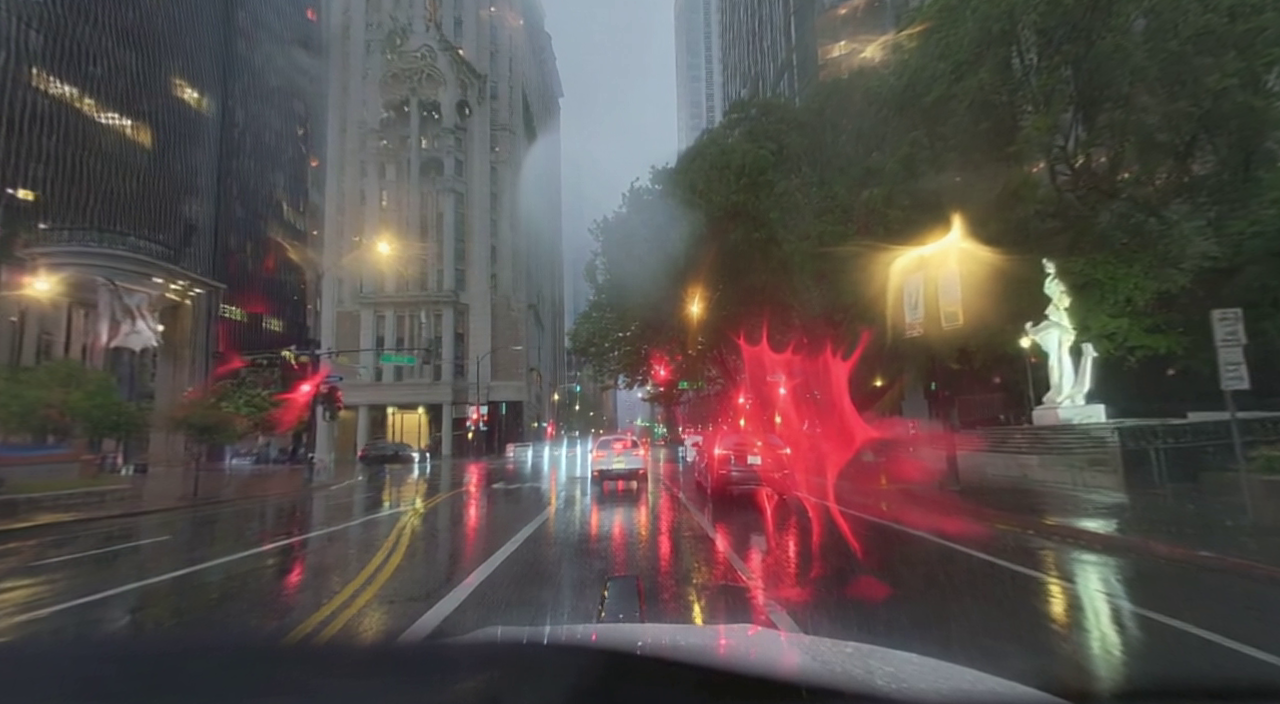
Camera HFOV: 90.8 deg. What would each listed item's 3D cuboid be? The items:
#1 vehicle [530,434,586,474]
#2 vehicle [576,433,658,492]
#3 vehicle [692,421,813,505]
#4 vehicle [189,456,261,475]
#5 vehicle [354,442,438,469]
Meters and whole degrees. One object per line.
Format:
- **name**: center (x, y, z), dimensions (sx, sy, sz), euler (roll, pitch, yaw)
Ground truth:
- **vehicle**: center (-3.591, 4.598, 28.694), dimensions (2.045, 1.633, 4.864), euler (0, -9, -2)
- **vehicle**: center (-0.597, 3.123, 18.206), dimensions (2.096, 1.492, 4.071), euler (0, -9, 0)
- **vehicle**: center (2.594, 2.715, 15.809), dimensions (2.096, 1.775, 4.440), euler (0, -9, -1)
- **vehicle**: center (-32.392, 8.830, 49.363), dimensions (4.392, 1.427, 1.764), euler (0, -9, 0)
- **vehicle**: center (-16.556, 7.032, 43.048), dimensions (4.855, 1.769, 2.071), euler (0, -9, -1)
